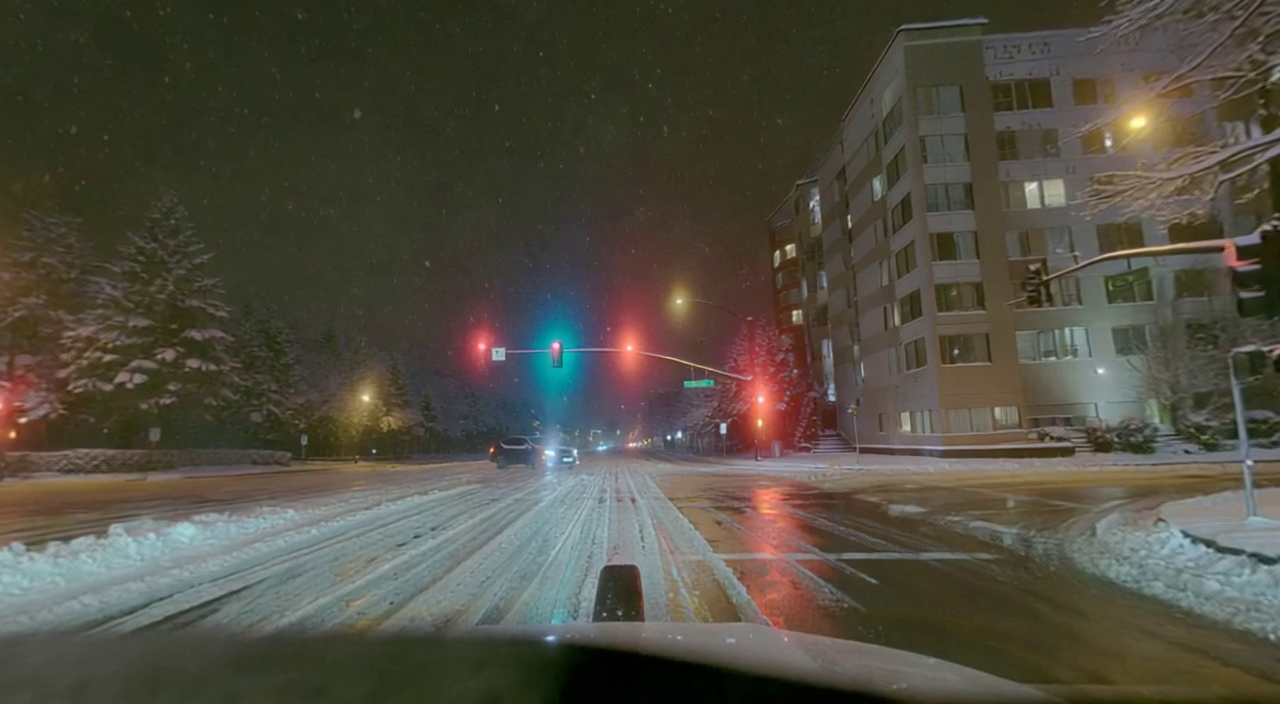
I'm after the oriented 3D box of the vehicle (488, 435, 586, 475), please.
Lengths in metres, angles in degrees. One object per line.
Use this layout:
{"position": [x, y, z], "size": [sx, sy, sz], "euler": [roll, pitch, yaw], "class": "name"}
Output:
{"position": [-5.307, 5.191, 32.085], "size": [5.357, 1.814, 2.141], "euler": [-8, -12, 44], "class": "vehicle"}
